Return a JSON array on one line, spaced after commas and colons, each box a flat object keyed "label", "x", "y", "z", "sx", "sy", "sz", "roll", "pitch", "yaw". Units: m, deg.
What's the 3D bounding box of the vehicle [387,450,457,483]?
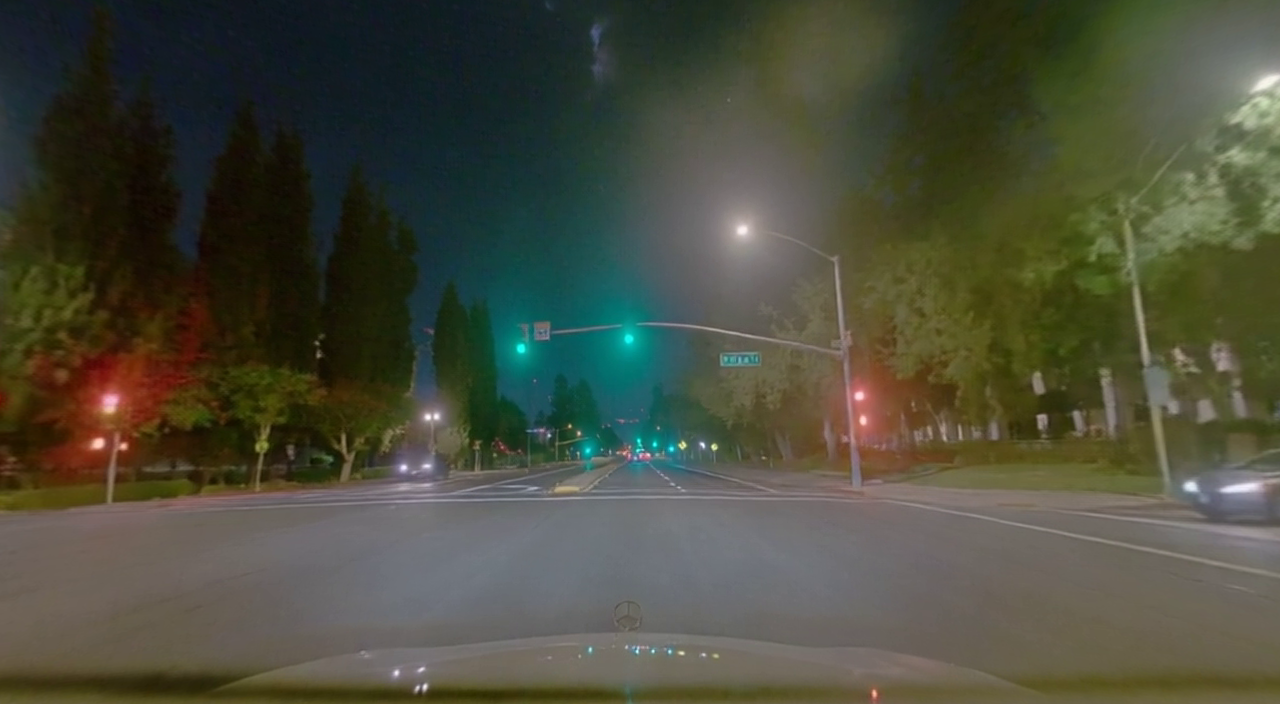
[{"label": "vehicle", "x": -14.872, "y": 7.801, "z": 43.498, "sx": 2.403, "sy": 2.039, "sz": 5.887, "roll": -1, "pitch": -9, "yaw": 4}]

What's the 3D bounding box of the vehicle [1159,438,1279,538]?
[{"label": "vehicle", "x": 11.975, "y": 2.211, "z": 10.653, "sx": 4.611, "sy": 1.505, "sz": 2.029, "roll": 0, "pitch": -9, "yaw": -1}]
